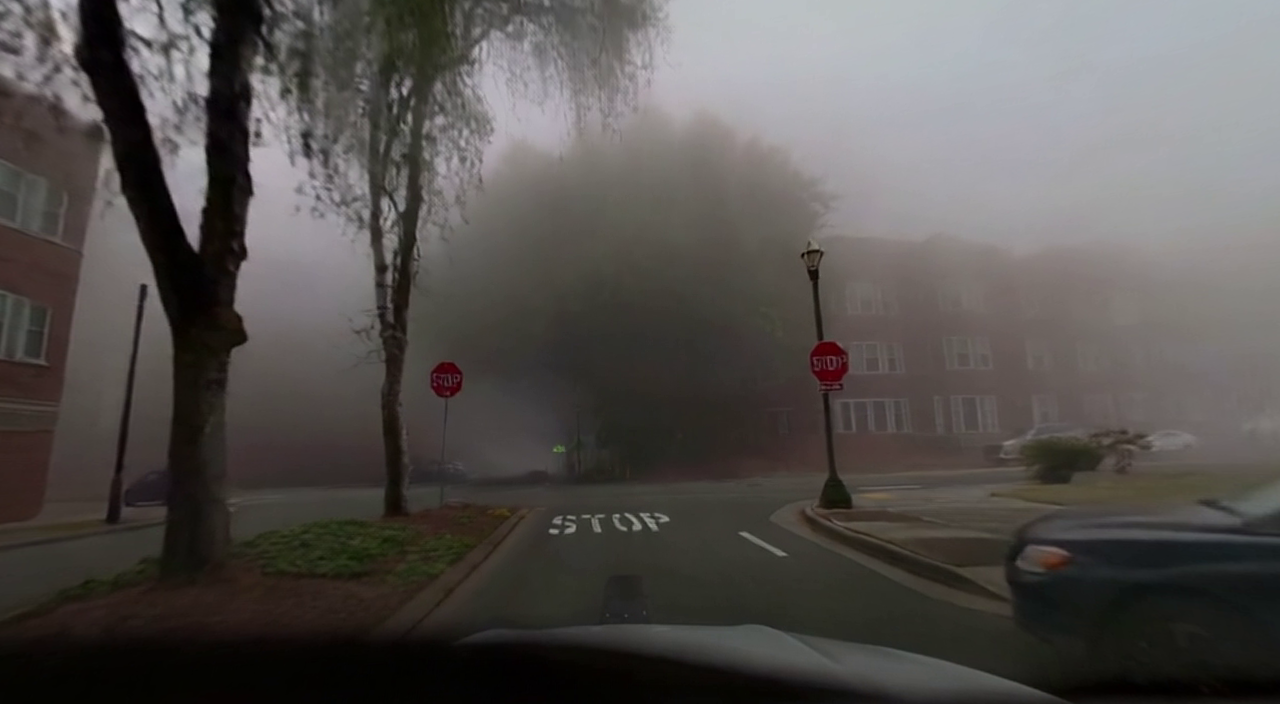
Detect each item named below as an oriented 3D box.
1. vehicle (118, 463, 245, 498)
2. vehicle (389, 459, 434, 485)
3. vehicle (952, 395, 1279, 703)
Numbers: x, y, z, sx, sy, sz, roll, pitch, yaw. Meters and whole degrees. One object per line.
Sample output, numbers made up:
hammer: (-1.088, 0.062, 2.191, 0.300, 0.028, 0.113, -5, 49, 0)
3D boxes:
vehicle: (-21.839, 6.106, 30.122, 4.654, 1.503, 1.951, -1, -9, 4)
vehicle: (-14.563, 7.636, 40.410, 2.027, 1.475, 4.522, 1, -9, -12)
vehicle: (4.107, 0.845, 2.543, 2.065, 1.529, 4.709, 1, -11, -25)
